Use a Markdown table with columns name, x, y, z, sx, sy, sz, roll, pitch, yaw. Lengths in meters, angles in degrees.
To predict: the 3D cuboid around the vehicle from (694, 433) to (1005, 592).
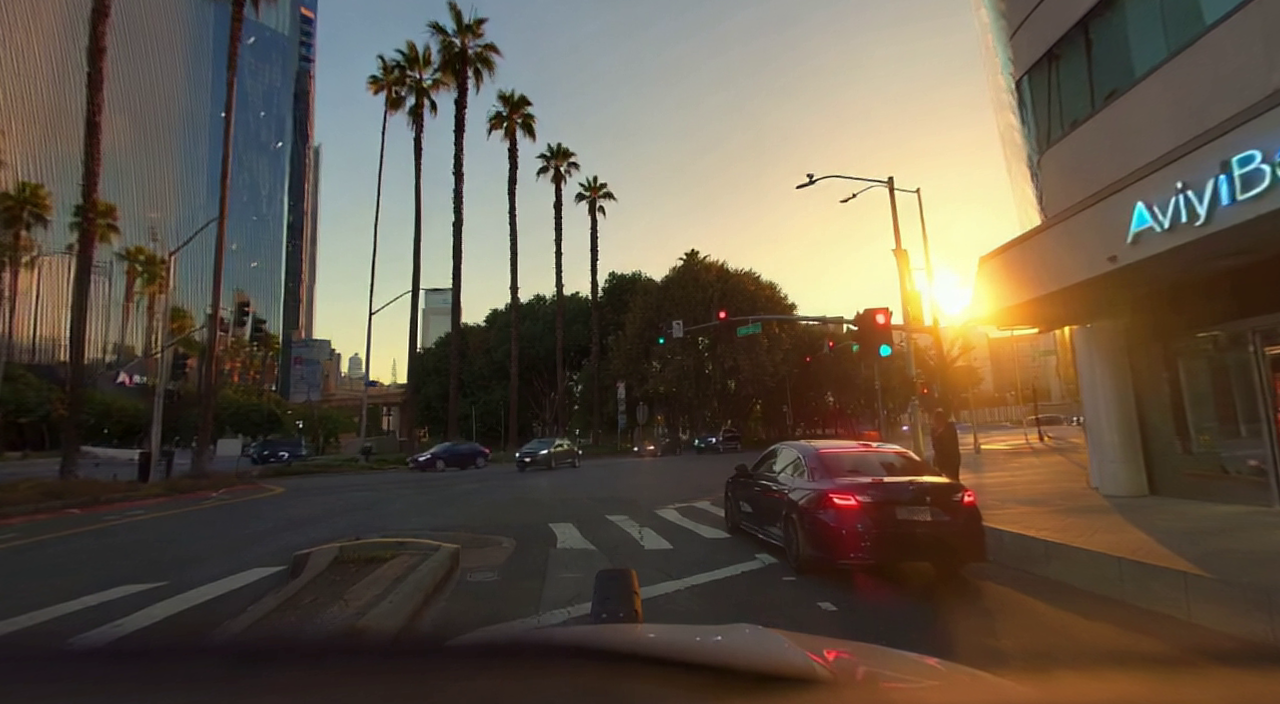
| name | x | y | z | sx | sy | sz | roll | pitch | yaw |
| --- | --- | --- | --- | --- | --- | --- | --- | --- | --- |
| vehicle | 2.225 | 1.858 | 8.399 | 2.090 | 1.466 | 4.676 | 1 | -8 | -7 |

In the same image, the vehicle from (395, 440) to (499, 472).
| name | x | y | z | sx | sy | sz | roll | pitch | yaw |
| --- | --- | --- | --- | --- | --- | --- | --- | --- | --- |
| vehicle | -9.543 | 5.151 | 31.592 | 1.896 | 1.492 | 4.808 | -6 | -10 | 34 |

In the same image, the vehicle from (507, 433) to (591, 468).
| name | x | y | z | sx | sy | sz | roll | pitch | yaw |
| --- | --- | --- | --- | --- | --- | --- | --- | --- | --- |
| vehicle | -4.104 | 4.562 | 29.417 | 2.052 | 1.478 | 4.395 | -3 | -9 | 19 |

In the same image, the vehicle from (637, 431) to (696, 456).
| name | x | y | z | sx | sy | sz | roll | pitch | yaw |
| --- | --- | --- | --- | --- | --- | --- | --- | --- | --- |
| vehicle | 2.087 | 7.065 | 48.654 | 2.029 | 1.822 | 5.090 | -6 | -10 | 36 |
